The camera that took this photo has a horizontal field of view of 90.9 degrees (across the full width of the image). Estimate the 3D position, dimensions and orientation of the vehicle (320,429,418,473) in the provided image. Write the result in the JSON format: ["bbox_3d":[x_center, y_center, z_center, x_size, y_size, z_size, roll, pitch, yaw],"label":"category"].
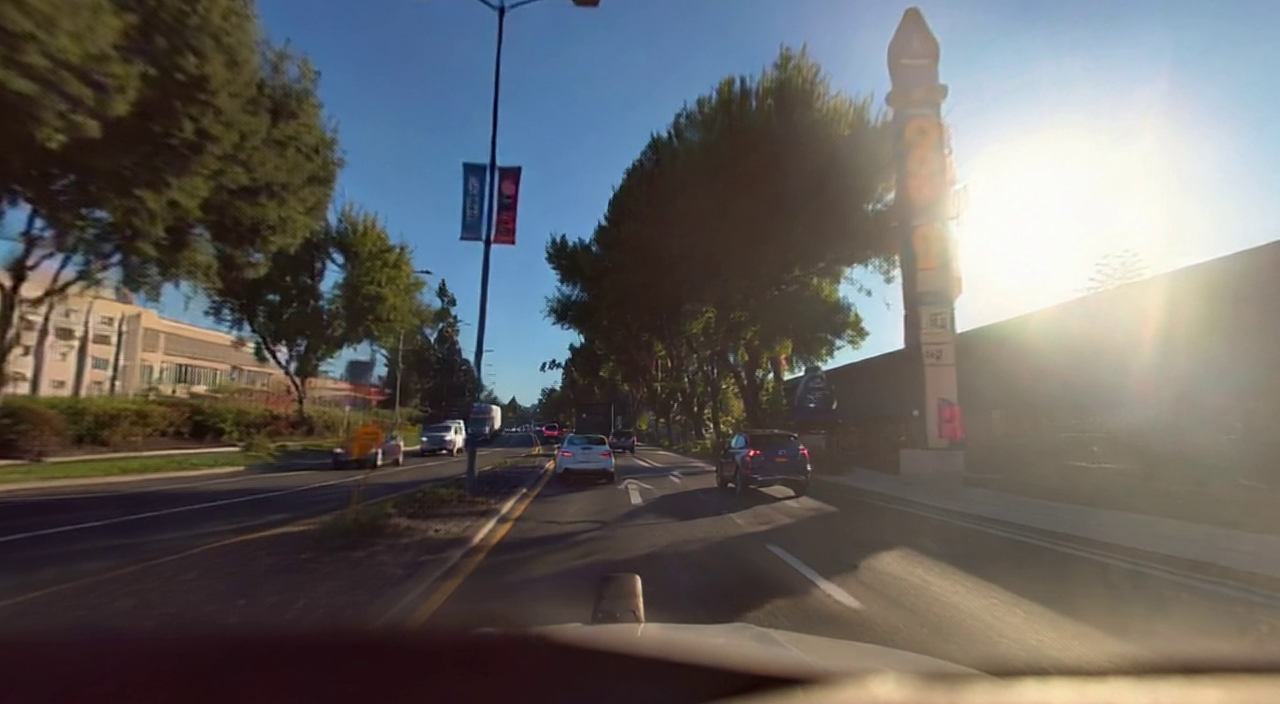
[{"bbox_3d":[-10.077,3.701,23.833,1.993,1.482,4.420,1,-8,-4],"label":"vehicle"}]

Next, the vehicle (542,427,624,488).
[{"bbox_3d":[-1.614,2.831,17.272,1.991,1.472,3.518,1,-8,-7],"label":"vehicle"}]

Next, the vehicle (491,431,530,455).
[{"bbox_3d":[-8.689,6.123,42.643,2.026,1.520,4.475,1,-8,-5],"label":"vehicle"}]

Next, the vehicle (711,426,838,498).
[{"bbox_3d":[3.044,2.568,15.158,1.889,1.480,3.876,1,-8,-5],"label":"vehicle"}]

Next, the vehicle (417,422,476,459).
[{"bbox_3d":[-11.319,5.208,37.233,2.165,1.966,5.251,1,-8,-4],"label":"vehicle"}]
